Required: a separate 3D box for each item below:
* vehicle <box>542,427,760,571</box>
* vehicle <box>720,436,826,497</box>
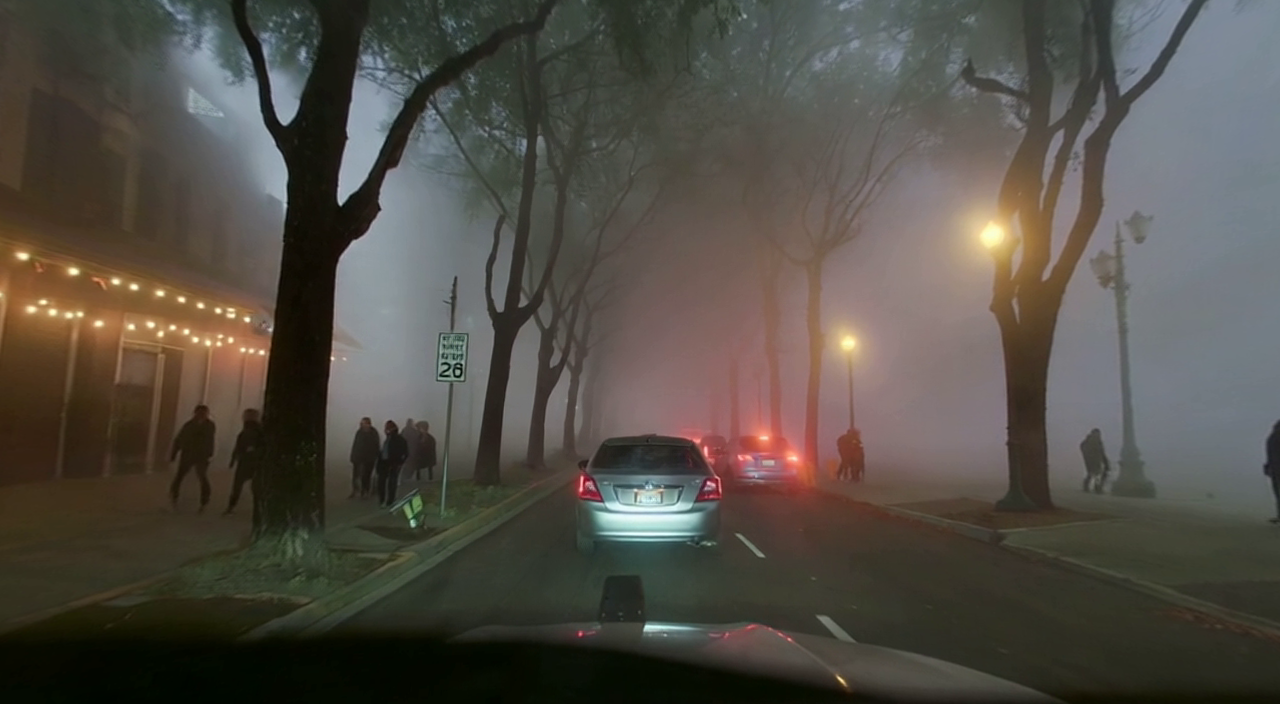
[{"bbox_3d":[0.079,1.843,8.720,2.261,1.474,4.130,0,-8,-1],"label":"vehicle"},{"bbox_3d":[3.613,3.203,18.097,2.025,1.523,4.426,0,-9,-1],"label":"vehicle"}]
